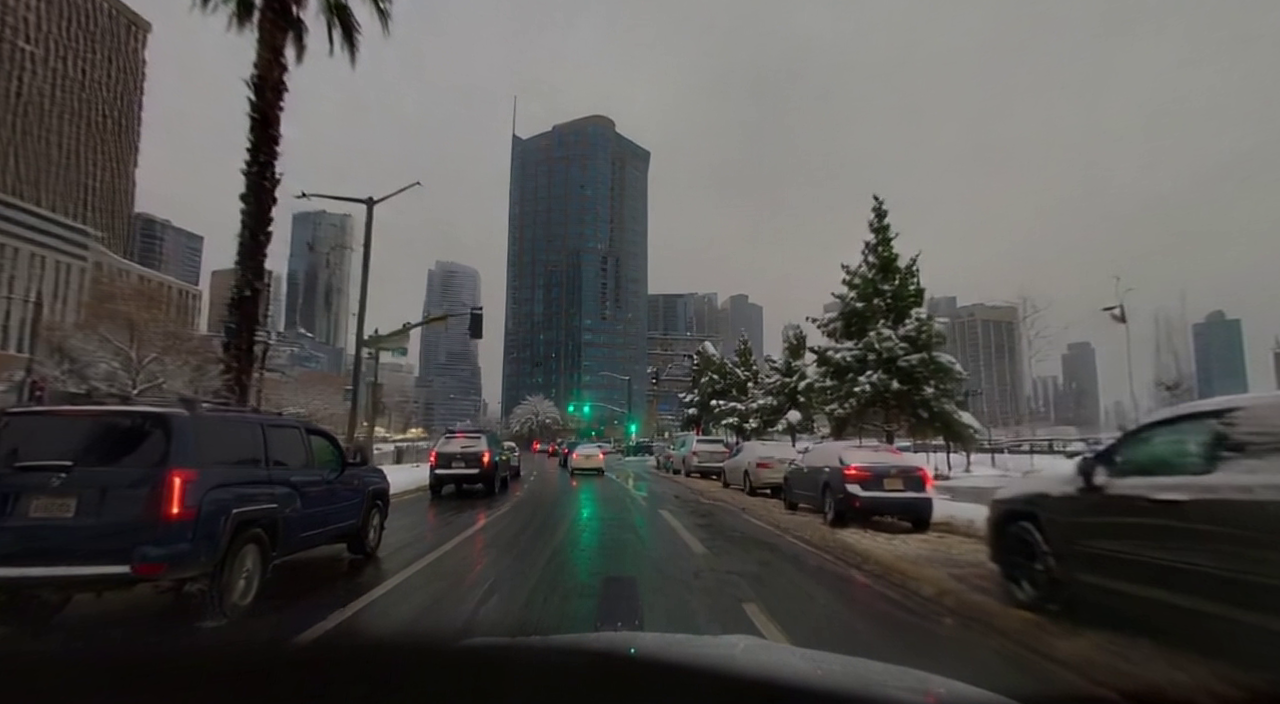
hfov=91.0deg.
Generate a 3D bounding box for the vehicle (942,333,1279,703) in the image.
[{"bbox_3d":[3.974,0.910,3.576,1.963,1.802,4.648,1,-8,-3],"label":"vehicle"}]

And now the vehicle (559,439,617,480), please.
[{"bbox_3d":[-2.108,4.158,24.559,2.036,1.461,3.890,1,-9,-8],"label":"vehicle"}]

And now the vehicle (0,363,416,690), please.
[{"bbox_3d":[-3.659,1.263,5.642,1.800,1.797,4.224,0,-8,-1],"label":"vehicle"}]

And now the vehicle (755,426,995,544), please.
[{"bbox_3d":[3.547,2.104,10.736,1.808,1.526,4.894,1,-8,-6],"label":"vehicle"}]

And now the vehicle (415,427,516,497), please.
[{"bbox_3d":[-4.872,3.122,18.244,2.014,1.740,4.392,1,-8,-5],"label":"vehicle"}]
